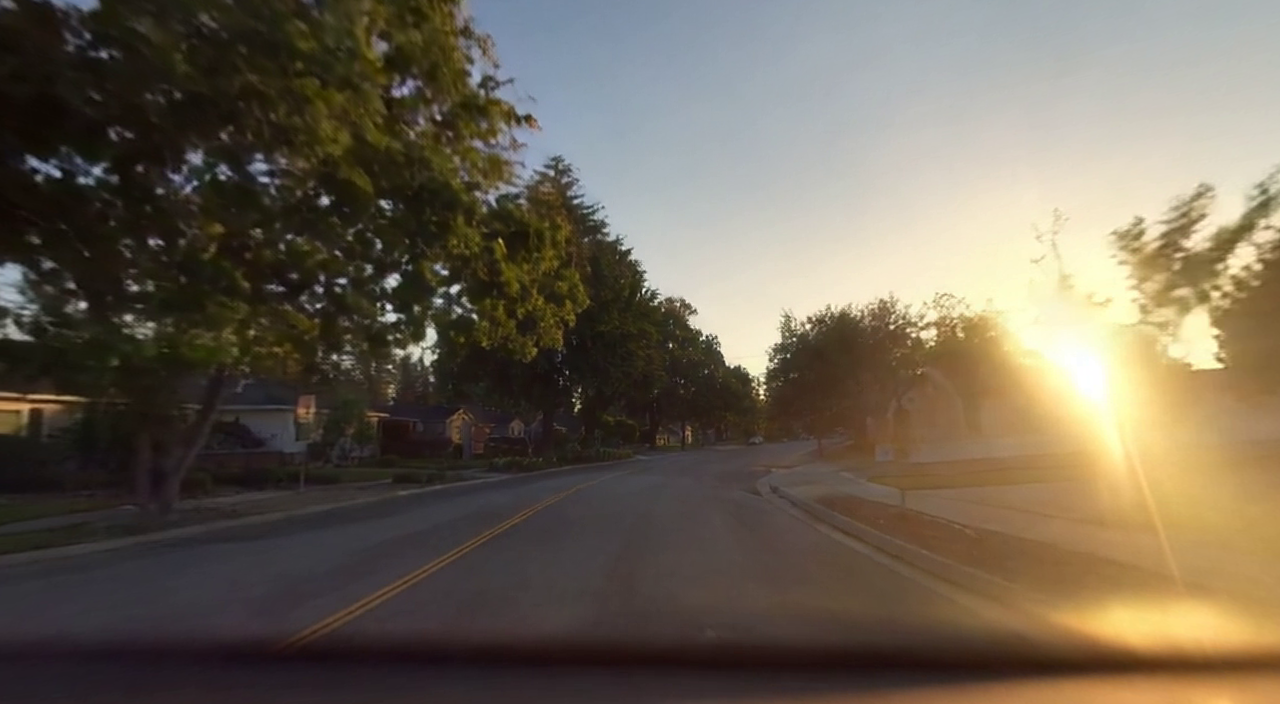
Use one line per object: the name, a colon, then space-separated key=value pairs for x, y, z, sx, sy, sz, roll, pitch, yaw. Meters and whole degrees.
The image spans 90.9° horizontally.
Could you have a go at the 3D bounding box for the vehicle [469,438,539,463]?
vehicle: x=-9.232 y=6.715 z=42.978 sx=4.485 sy=1.663 sz=2.111 roll=2 pitch=-9 yaw=-12
